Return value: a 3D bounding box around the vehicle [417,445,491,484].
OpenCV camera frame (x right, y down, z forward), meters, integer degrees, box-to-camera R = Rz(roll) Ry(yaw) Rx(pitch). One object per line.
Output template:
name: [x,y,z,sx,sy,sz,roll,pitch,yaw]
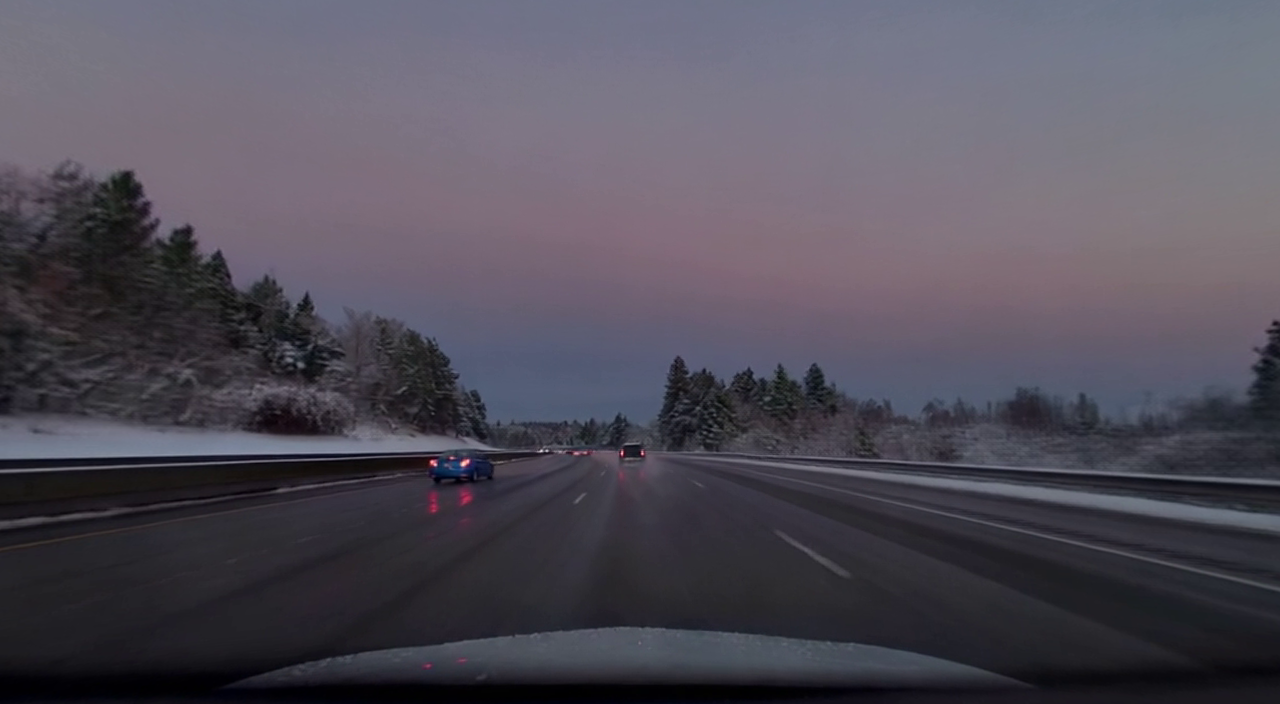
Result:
vehicle: [-7.641,4.635,26.355,1.915,1.479,3.843,0,-9,0]
